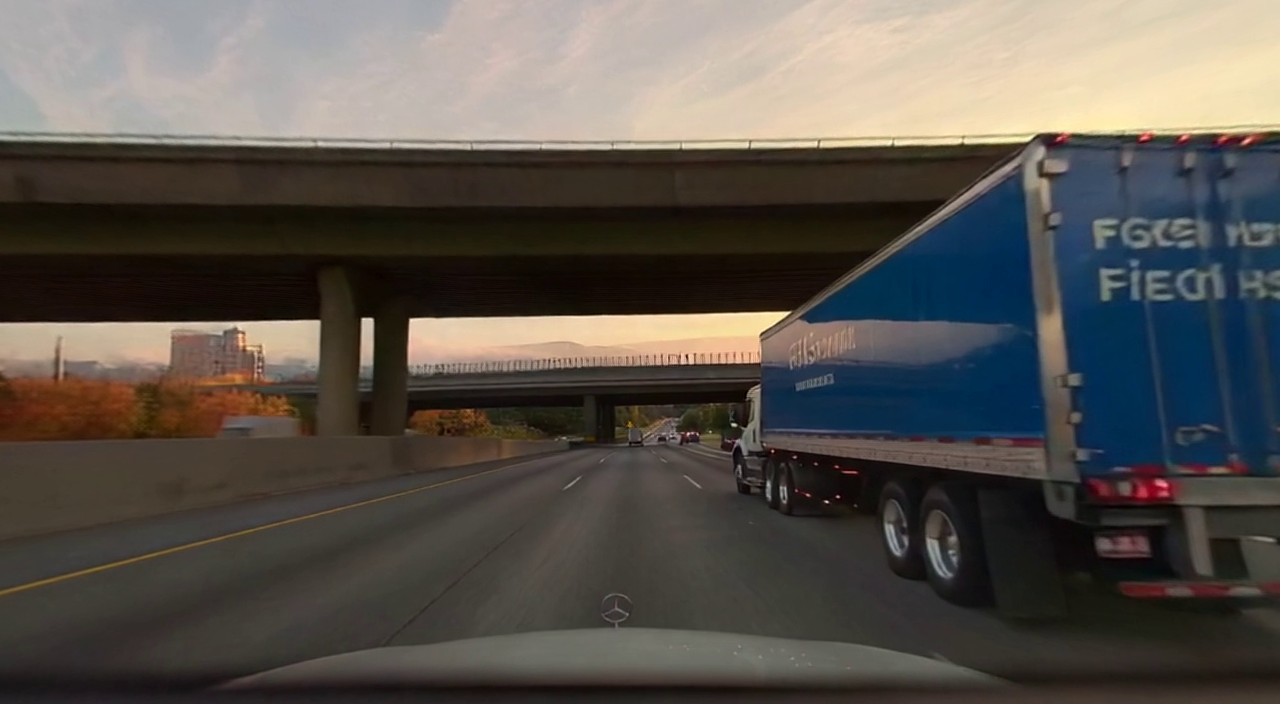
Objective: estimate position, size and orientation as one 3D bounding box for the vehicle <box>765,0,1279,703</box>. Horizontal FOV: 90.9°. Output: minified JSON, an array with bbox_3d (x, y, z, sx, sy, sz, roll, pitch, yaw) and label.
[{"bbox_3d":[4.148,0.714,7.734,2.849,3.391,11.018,0,-8,-1],"label":"vehicle"}]
